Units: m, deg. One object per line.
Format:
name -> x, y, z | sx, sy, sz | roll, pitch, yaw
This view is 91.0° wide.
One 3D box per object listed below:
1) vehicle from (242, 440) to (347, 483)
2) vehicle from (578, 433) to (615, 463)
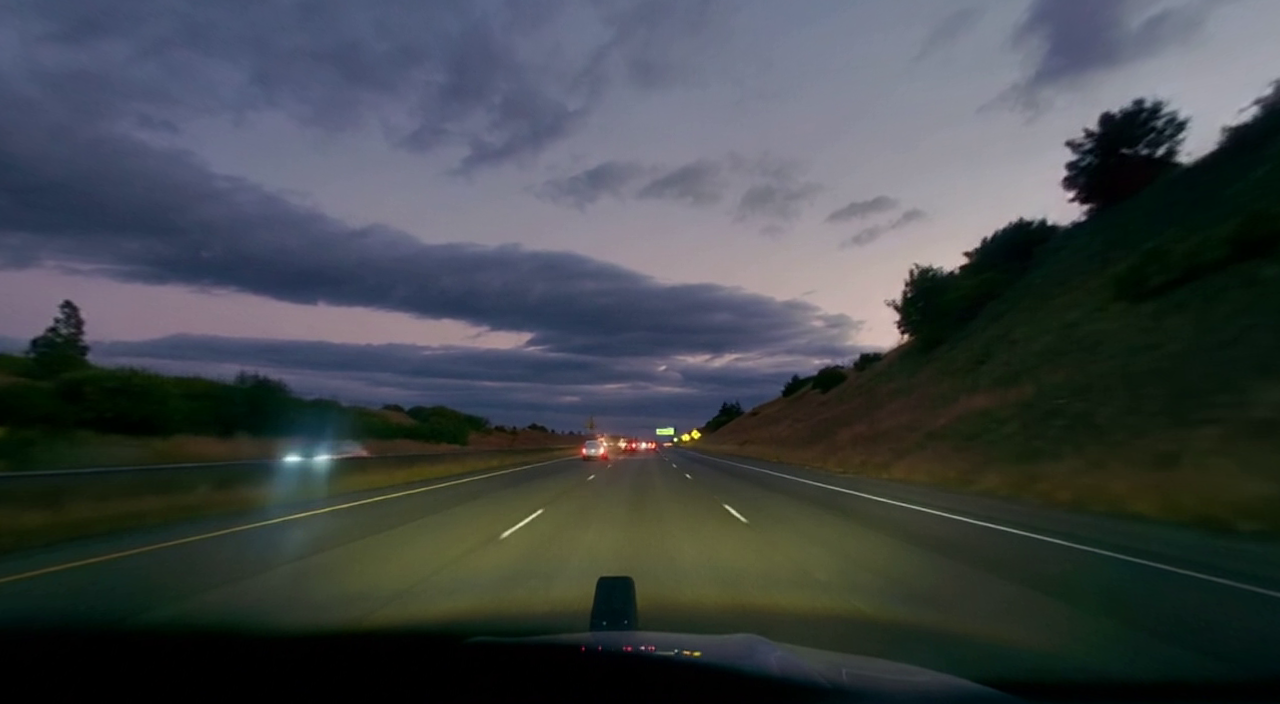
vehicle -> -16.803, 5.319, 30.991 | 2.167, 1.922, 5.322 | 0, -8, 0
vehicle -> -3.104, 6.921, 45.541 | 2.286, 2.011, 4.452 | 0, -8, 1
